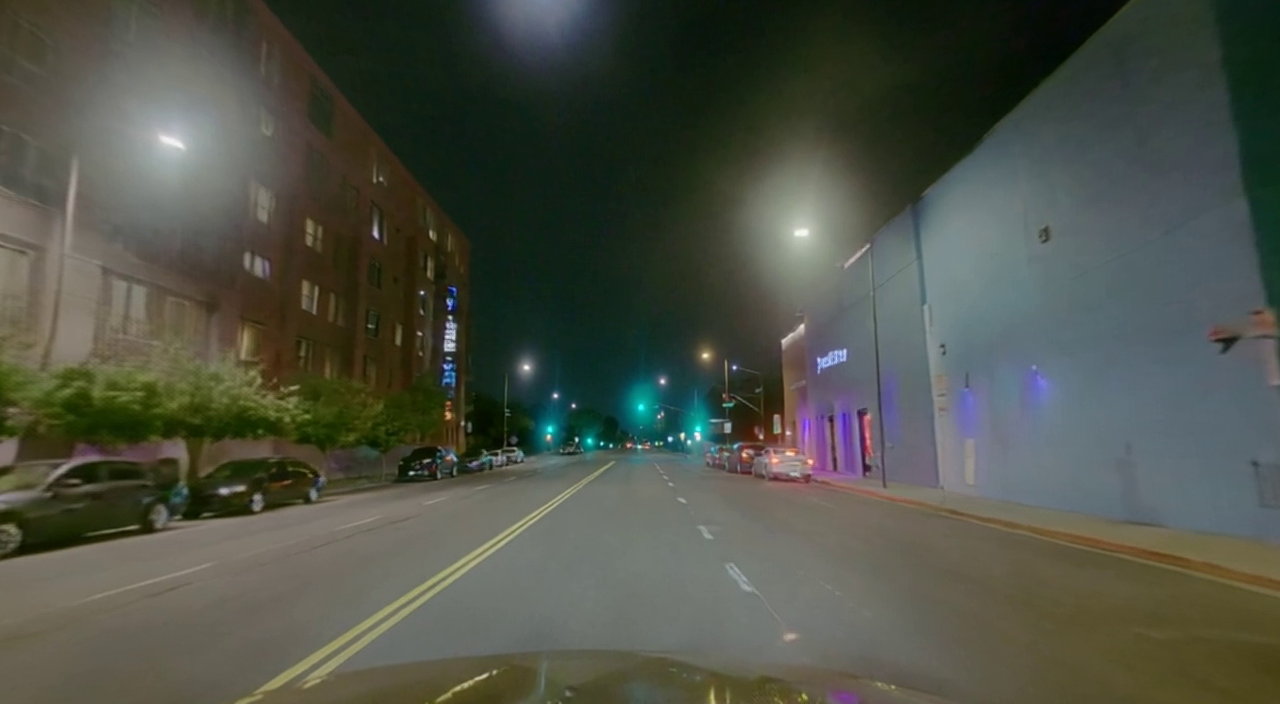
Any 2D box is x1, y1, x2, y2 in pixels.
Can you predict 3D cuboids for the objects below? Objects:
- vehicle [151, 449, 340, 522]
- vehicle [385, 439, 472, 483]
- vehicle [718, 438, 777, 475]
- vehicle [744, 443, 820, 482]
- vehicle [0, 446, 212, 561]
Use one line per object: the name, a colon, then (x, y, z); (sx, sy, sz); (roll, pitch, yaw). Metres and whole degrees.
vehicle: (-9.638, 3.249, 16.020); (2.021, 1.482, 4.601); (0, -8, -3)
vehicle: (-9.978, 5.140, 30.359); (2.228, 1.863, 5.407); (0, -8, 1)
vehicle: (5.643, 5.533, 33.945); (2.227, 1.811, 5.172); (0, -8, -1)
vehicle: (6.053, 4.741, 27.565); (2.038, 1.482, 4.994); (0, -8, -2)
vehicle: (-10.048, 2.400, 10.614); (1.995, 1.564, 5.321); (0, -8, 0)
